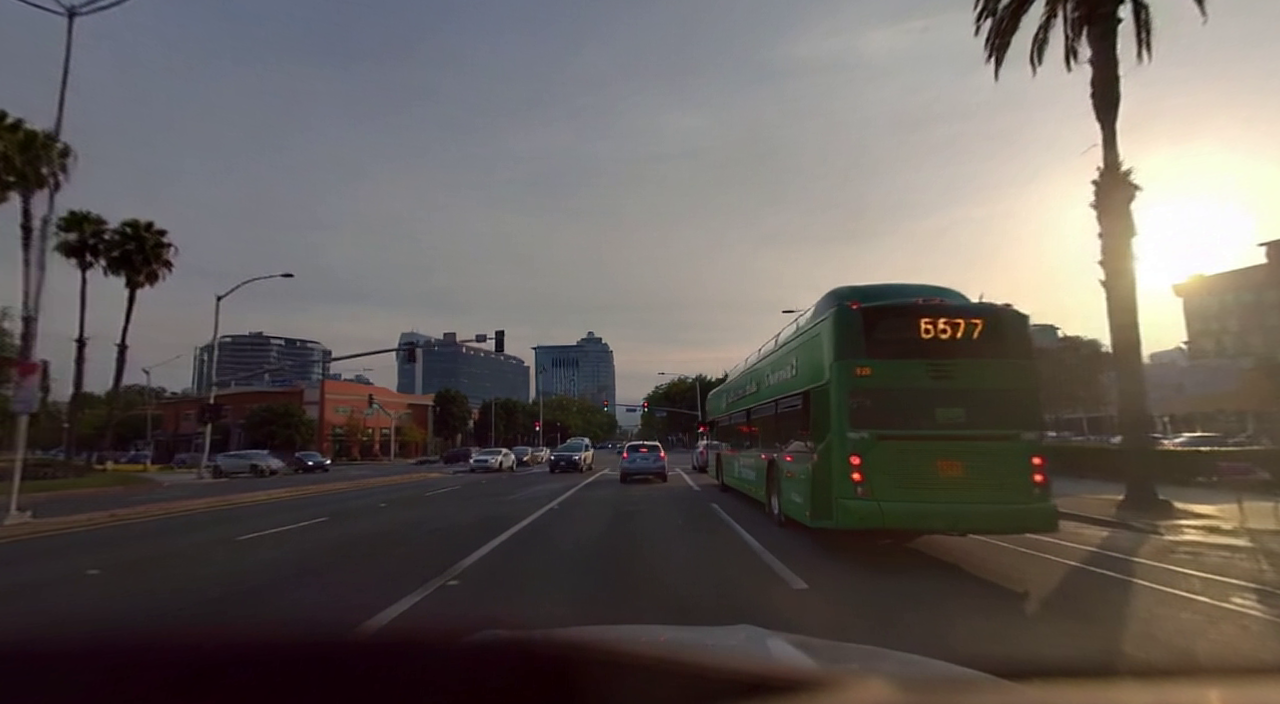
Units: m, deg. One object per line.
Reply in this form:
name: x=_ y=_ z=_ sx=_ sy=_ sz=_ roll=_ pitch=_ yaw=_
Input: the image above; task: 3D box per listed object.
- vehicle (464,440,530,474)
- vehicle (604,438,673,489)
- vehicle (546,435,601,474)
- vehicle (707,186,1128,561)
vehicle: x=-6.791 y=5.055 z=30.569 sx=1.927 sy=1.480 sz=4.832 roll=0 pitch=-9 yaw=2
vehicle: x=-0.016 y=3.605 z=20.761 sx=2.060 sy=1.499 sz=3.831 roll=0 pitch=-9 yaw=1
vehicle: x=-3.140 y=4.962 z=30.666 sx=2.020 sy=1.721 sz=4.366 roll=0 pitch=-9 yaw=2
vehicle: x=3.567 y=1.159 z=13.471 sx=2.970 sy=4.015 sz=13.606 roll=0 pitch=-9 yaw=1
